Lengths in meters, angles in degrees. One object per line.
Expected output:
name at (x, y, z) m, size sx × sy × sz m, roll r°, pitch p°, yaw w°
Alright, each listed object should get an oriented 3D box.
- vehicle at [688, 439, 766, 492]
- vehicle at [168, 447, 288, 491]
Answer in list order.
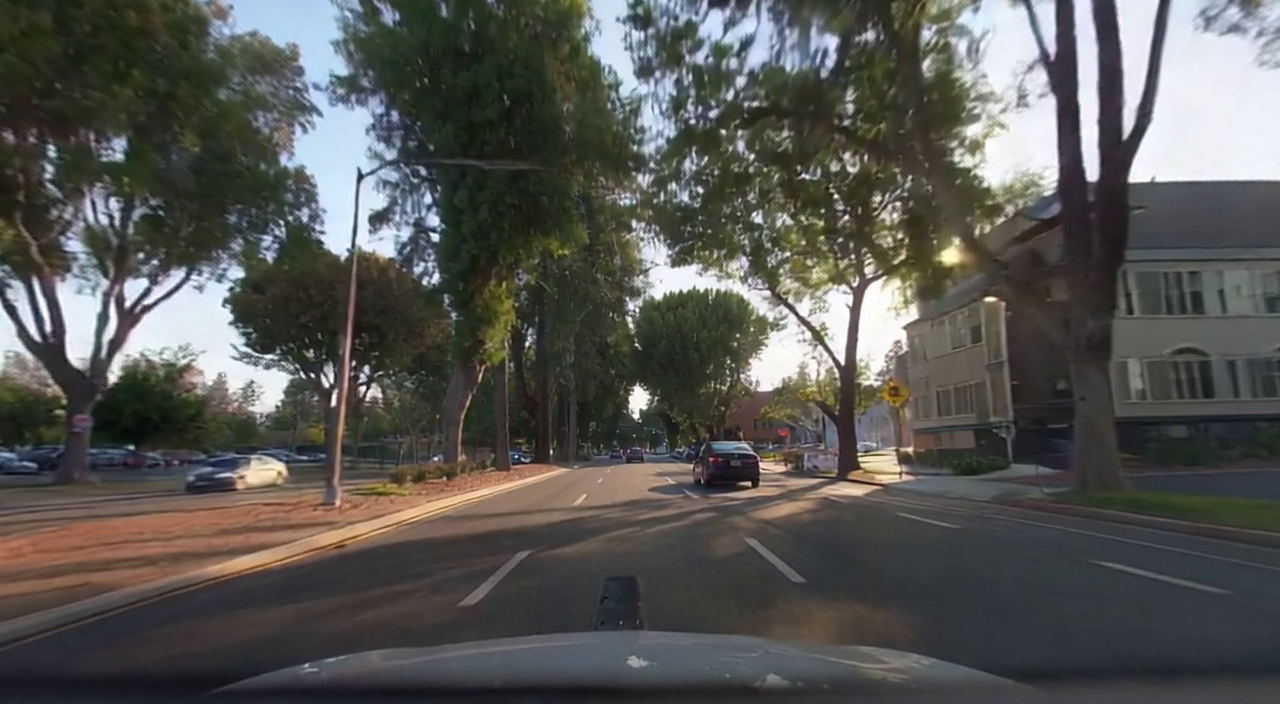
vehicle at (2.909, 3.923, 22.048) m, size 2.022 × 1.656 × 4.025 m, roll 0°, pitch -9°, yaw -2°
vehicle at (-17.606, 4.998, 27.237) m, size 2.097 × 1.691 × 4.569 m, roll 0°, pitch -9°, yaw 0°
